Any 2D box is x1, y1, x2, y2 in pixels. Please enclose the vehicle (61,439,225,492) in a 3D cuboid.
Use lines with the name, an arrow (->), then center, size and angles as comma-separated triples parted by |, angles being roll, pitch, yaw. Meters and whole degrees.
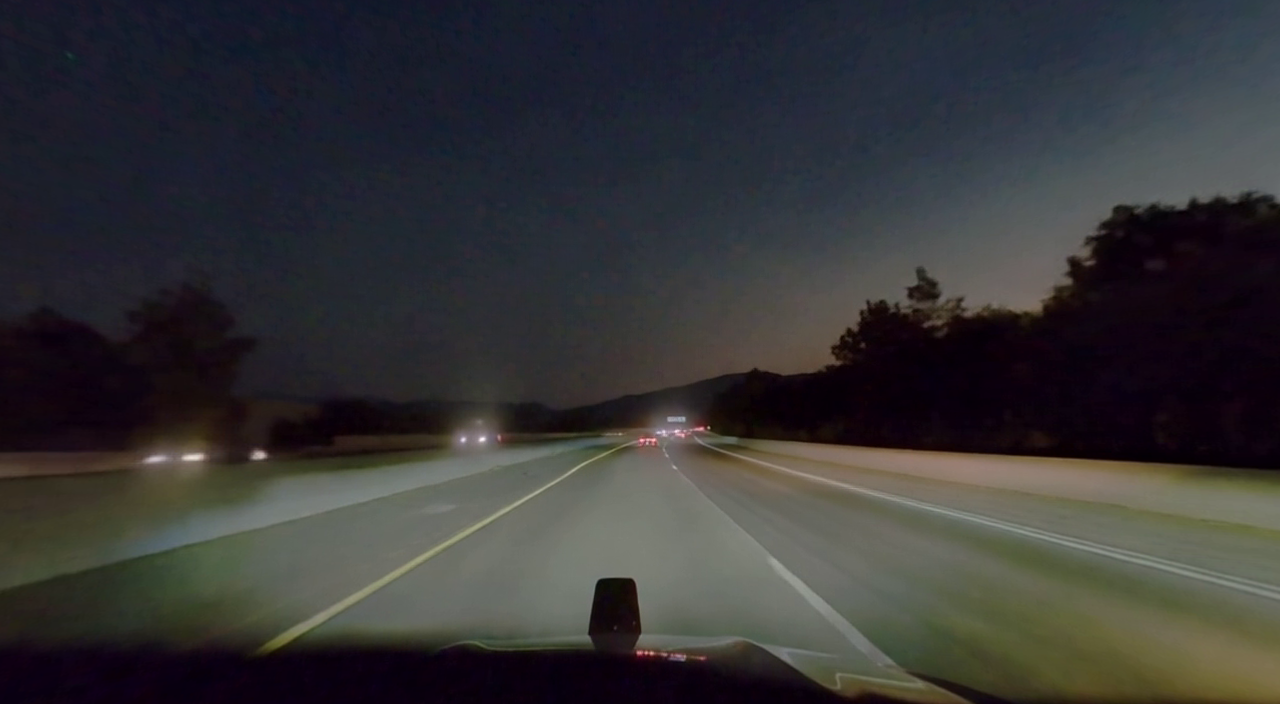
vehicle -> -15.297, 3.457, 19.701 | 1.833, 1.448, 4.087 | 0, -8, -1
